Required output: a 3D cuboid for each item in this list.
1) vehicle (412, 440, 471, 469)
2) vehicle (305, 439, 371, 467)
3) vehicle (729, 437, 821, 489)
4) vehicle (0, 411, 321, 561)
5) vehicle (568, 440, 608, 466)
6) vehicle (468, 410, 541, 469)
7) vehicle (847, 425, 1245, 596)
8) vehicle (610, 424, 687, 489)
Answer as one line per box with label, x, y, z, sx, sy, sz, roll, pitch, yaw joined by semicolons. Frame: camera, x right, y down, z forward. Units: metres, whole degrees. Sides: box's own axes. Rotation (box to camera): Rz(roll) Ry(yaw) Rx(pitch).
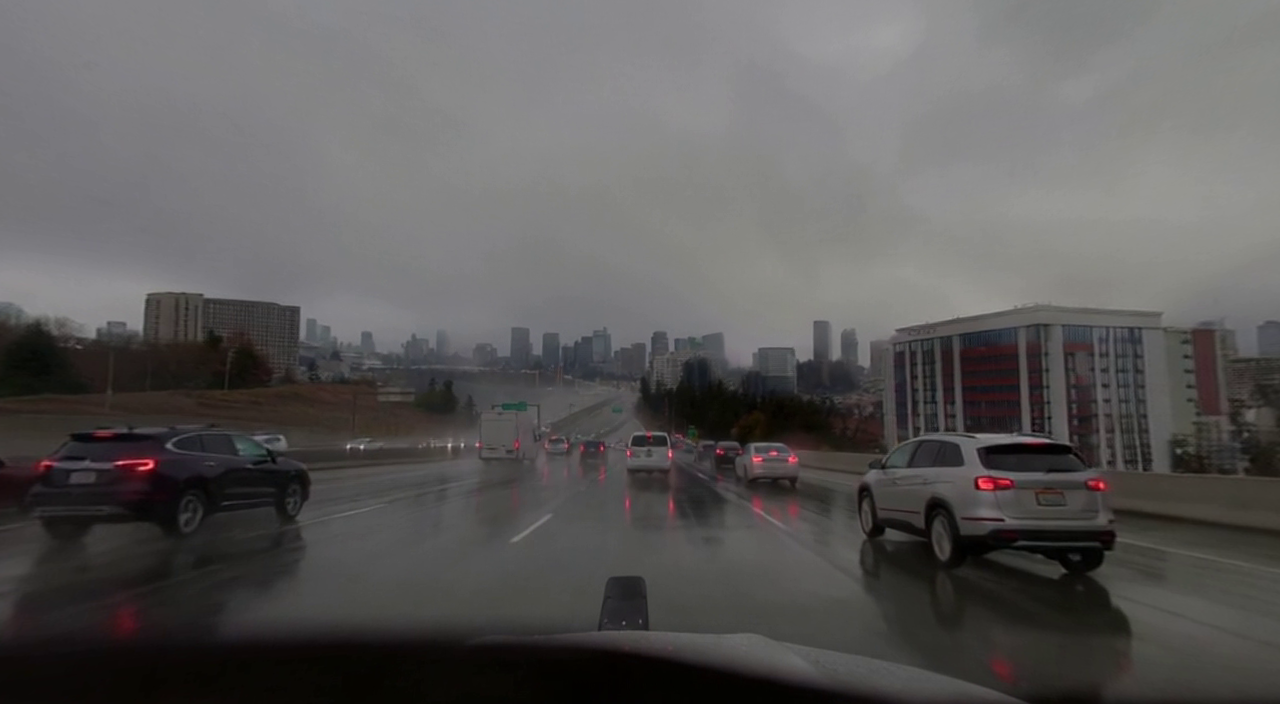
vehicle;-10.872;5.622;34.821;1.923;1.480;3.905;0;-8;1
vehicle;-17.073;5.723;35.852;1.848;1.487;3.805;0;-8;1
vehicle;4.242;3.568;20.641;1.942;1.487;4.518;0;-8;-1
vehicle;-6.872;1.799;9.207;2.021;1.632;4.417;0;-8;1
vehicle;-3.142;6.216;39.120;2.079;1.499;4.512;0;-8;1
vehicle;-7.048;4.718;33.763;2.358;2.817;7.055;0;-8;0
vehicle;4.297;1.720;7.829;1.915;1.482;4.537;0;-8;0
vehicle;0.266;3.353;20.612;2.209;1.863;4.626;0;-8;0
